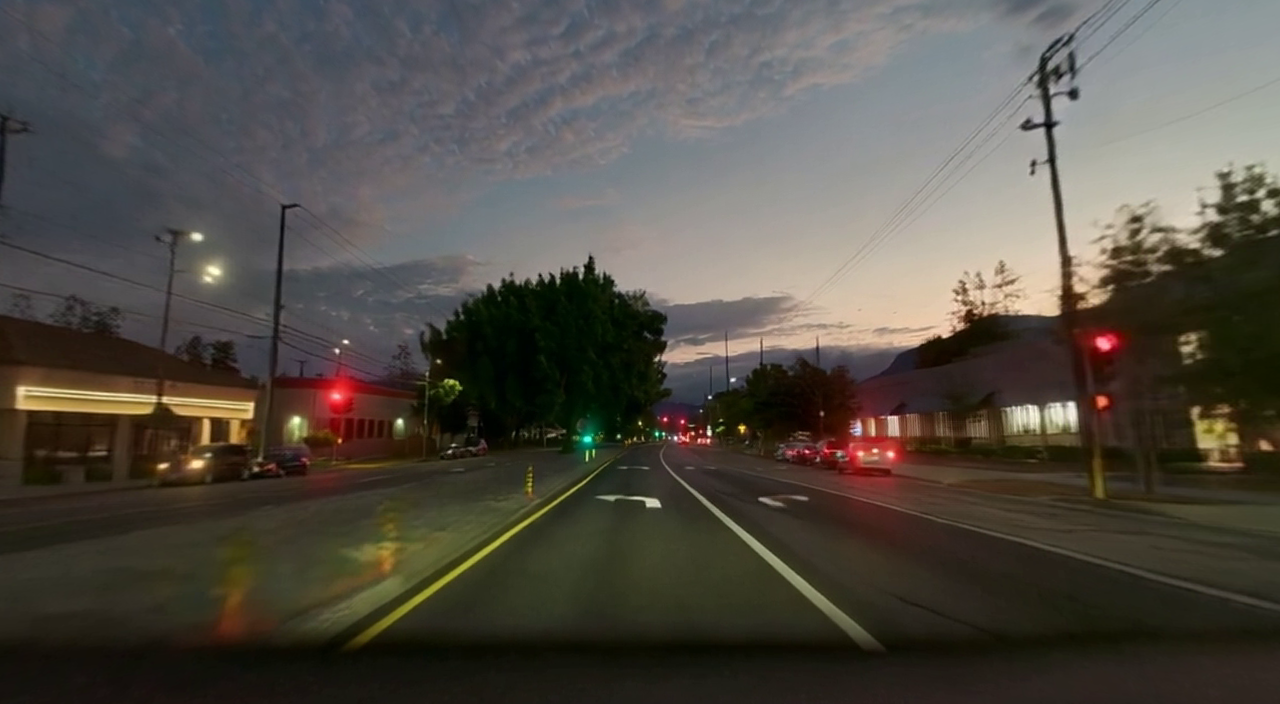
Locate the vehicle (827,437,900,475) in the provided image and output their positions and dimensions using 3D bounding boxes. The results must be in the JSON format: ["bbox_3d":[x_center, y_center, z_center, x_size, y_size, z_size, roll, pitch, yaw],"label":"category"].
[{"bbox_3d":[10.129,4.735,28.972,1.901,1.586,3.903,0,-9,0],"label":"vehicle"}]

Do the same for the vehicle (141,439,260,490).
[{"bbox_3d":[-19.449,4.990,28.292,1.954,2.000,4.687,-2,-9,-1],"label":"vehicle"}]

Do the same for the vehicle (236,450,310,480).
[{"bbox_3d":[-19.437,5.985,33.637,1.664,1.443,3.701,0,-9,0],"label":"vehicle"}]

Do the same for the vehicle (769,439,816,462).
[{"bbox_3d":[10.094,6.570,42.176,1.926,1.464,4.436,0,-9,-1],"label":"vehicle"}]

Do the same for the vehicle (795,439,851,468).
[{"bbox_3d":[9.863,5.504,34.399,1.726,1.486,4.394,0,-9,-1],"label":"vehicle"}]
